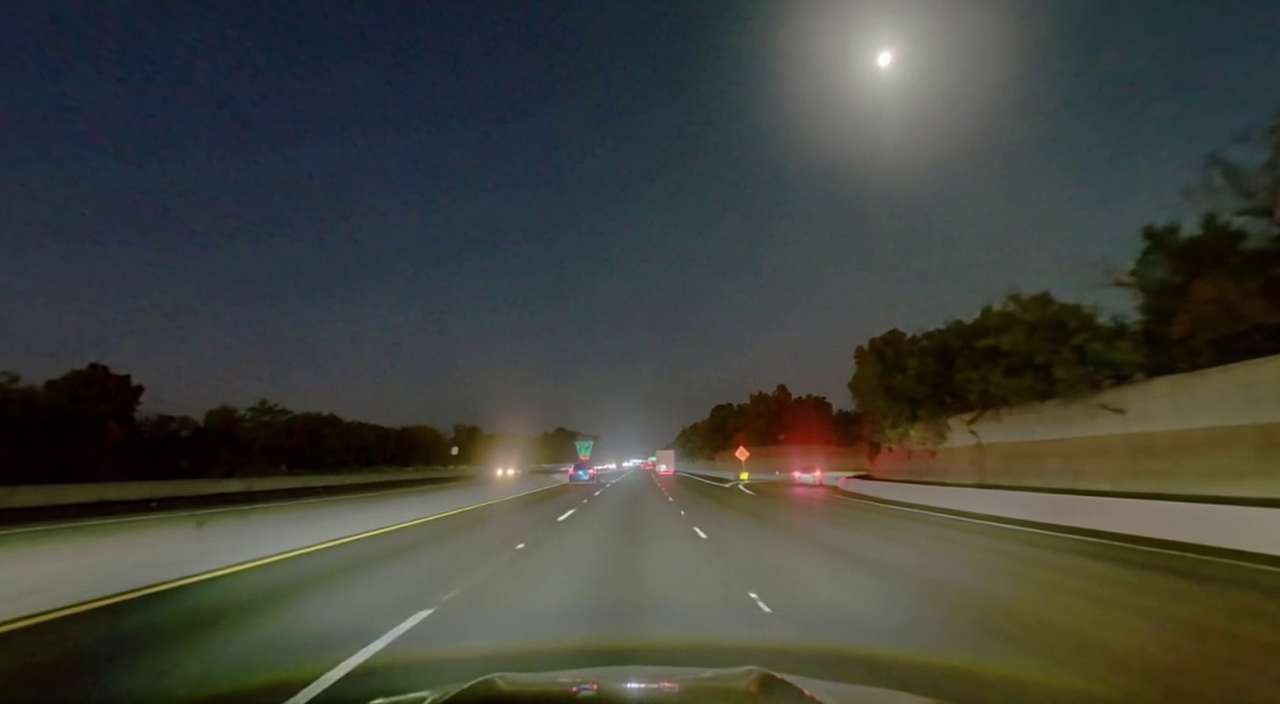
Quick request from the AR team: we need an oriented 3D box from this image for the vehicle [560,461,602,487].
[{"bbox_3d":[-3.621,7.641,39.474,2.045,1.487,4.582,1,-10,1],"label":"vehicle"}]
